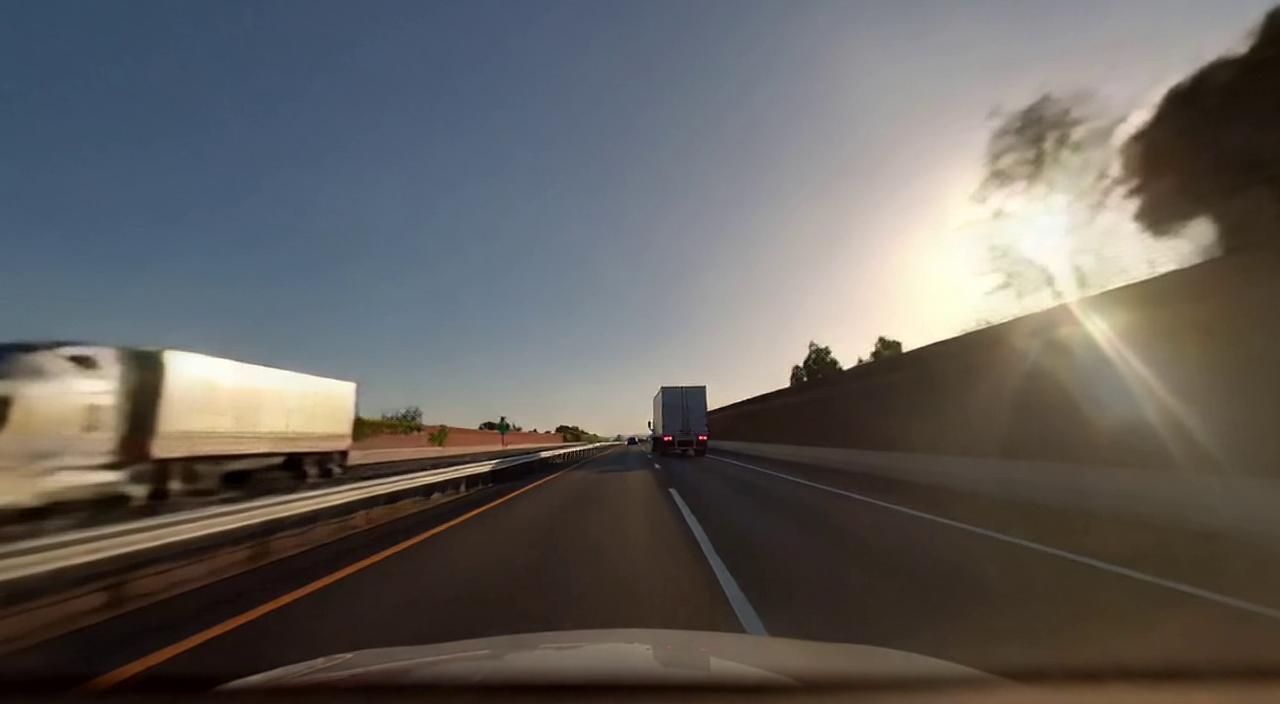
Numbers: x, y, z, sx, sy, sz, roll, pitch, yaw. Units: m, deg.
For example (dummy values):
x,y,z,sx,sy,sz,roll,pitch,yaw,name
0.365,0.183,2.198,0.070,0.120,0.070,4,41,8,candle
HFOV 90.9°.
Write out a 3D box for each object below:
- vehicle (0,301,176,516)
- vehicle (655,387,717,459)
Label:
x,y,z,sx,sy,sz,roll,pitch,yaw,name
-14.446,1.346,14.221,2.993,4.321,6.272,0,-8,0,vehicle
2.727,4.885,42.286,2.924,4.024,13.639,0,-8,-1,vehicle
